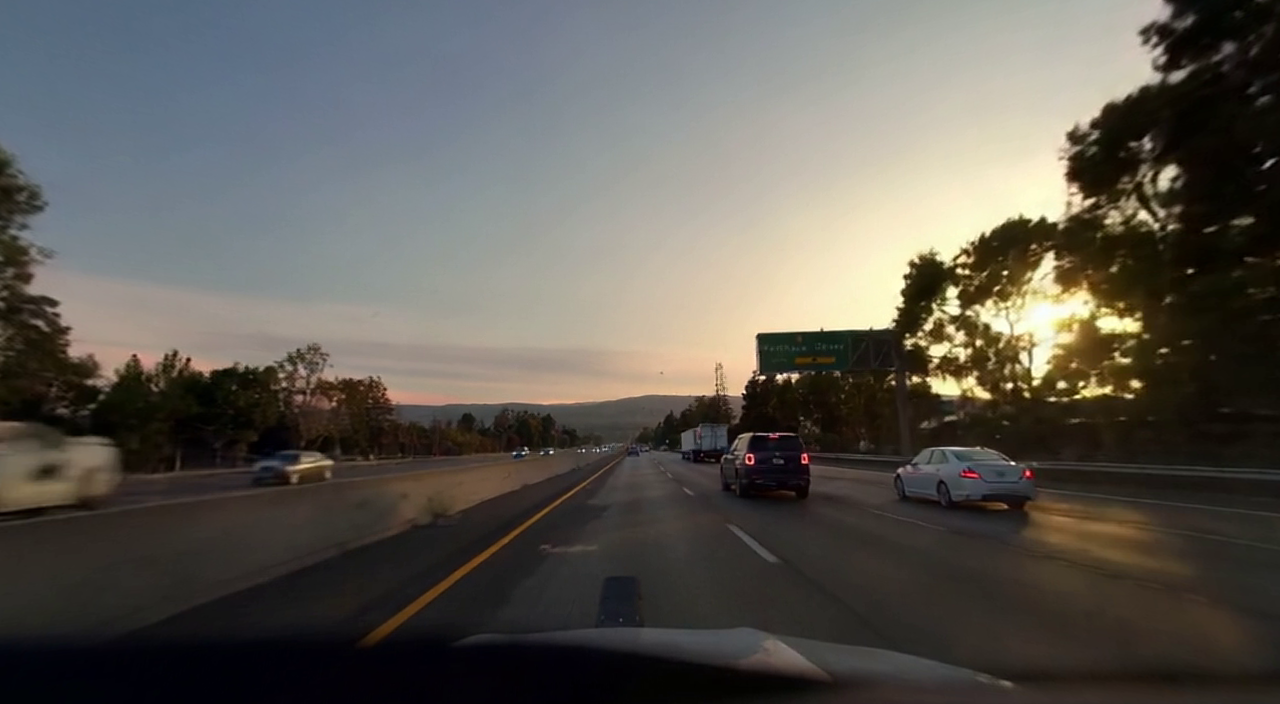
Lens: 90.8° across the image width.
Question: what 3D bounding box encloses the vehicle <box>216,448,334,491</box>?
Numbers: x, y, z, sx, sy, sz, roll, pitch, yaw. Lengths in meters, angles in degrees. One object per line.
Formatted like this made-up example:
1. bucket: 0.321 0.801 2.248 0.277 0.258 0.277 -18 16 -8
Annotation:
1. vehicle: -14.096 4.538 24.799 1.892 1.488 4.752 0 -9 -2

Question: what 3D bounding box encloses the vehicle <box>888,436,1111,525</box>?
1. vehicle: 6.819 2.457 12.635 2.009 1.456 4.097 0 -9 -1

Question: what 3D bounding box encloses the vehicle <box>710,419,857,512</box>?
1. vehicle: 3.086 2.605 14.915 2.258 1.824 4.908 0 -9 -1
